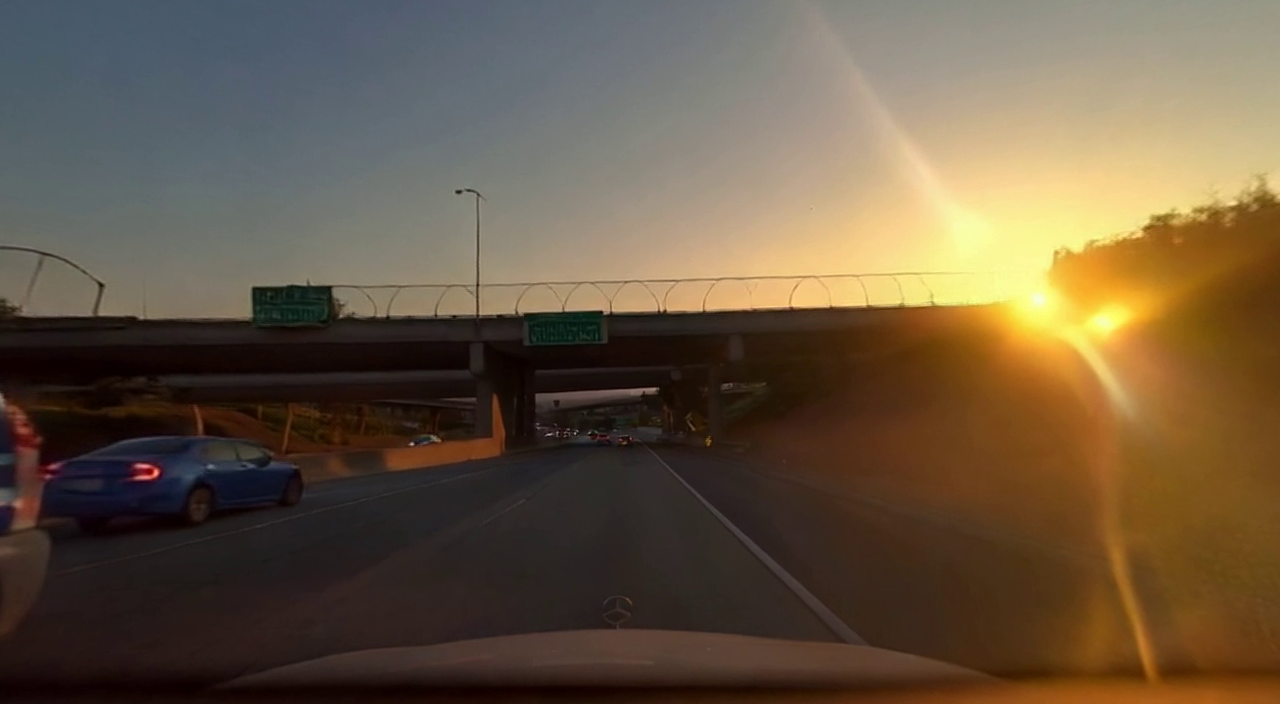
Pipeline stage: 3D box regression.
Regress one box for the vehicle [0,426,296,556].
[{"bbox_3d":[-7.314,1.885,9.390,1.949,1.465,4.318,0,-8,-1],"label":"vehicle"}]
